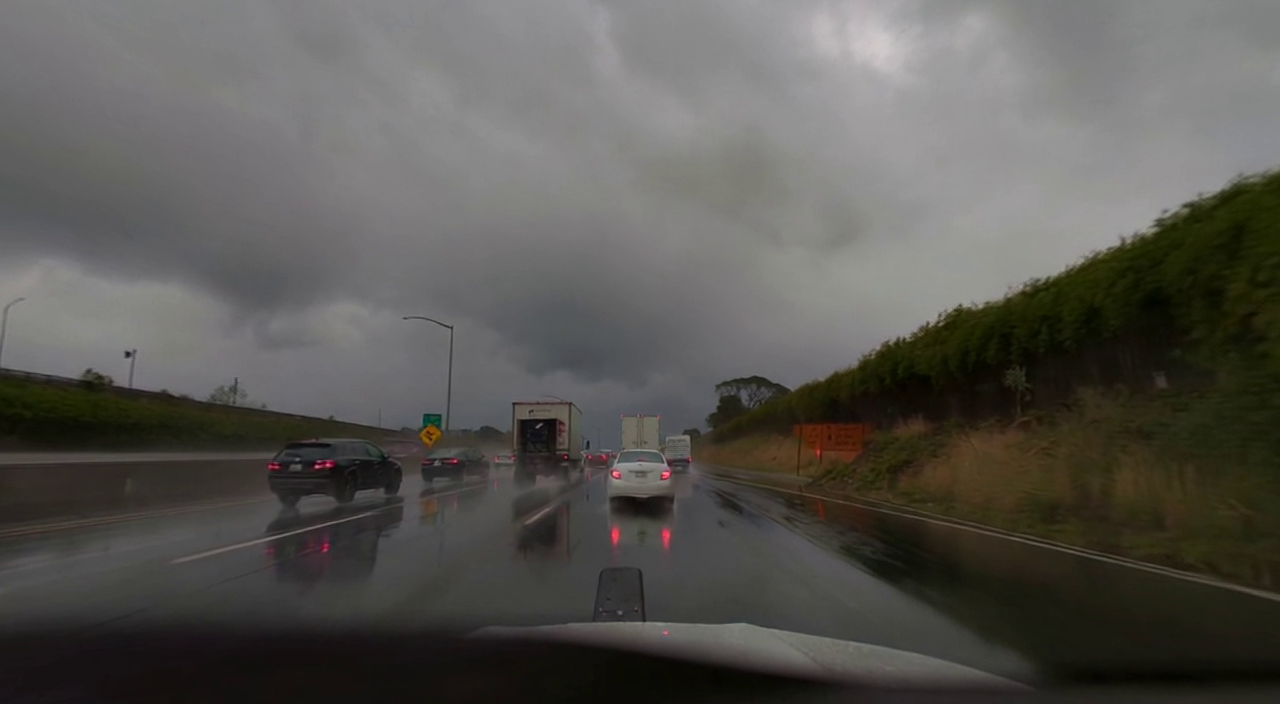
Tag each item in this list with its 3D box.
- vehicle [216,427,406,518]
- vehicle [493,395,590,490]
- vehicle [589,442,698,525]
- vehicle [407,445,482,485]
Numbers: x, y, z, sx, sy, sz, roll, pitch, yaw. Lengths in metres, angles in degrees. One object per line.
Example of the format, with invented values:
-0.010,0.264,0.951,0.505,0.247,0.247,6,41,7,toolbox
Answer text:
-7.248,2.706,14.545,1.952,1.746,4.332,-1,-9,1,vehicle
-3.774,3.758,26.097,2.812,3.342,7.248,0,-9,0,vehicle
0.045,2.680,13.321,1.995,1.495,3.380,0,-9,-1,vehicle
-8.032,4.681,26.284,1.880,1.512,3.758,-1,-9,1,vehicle
